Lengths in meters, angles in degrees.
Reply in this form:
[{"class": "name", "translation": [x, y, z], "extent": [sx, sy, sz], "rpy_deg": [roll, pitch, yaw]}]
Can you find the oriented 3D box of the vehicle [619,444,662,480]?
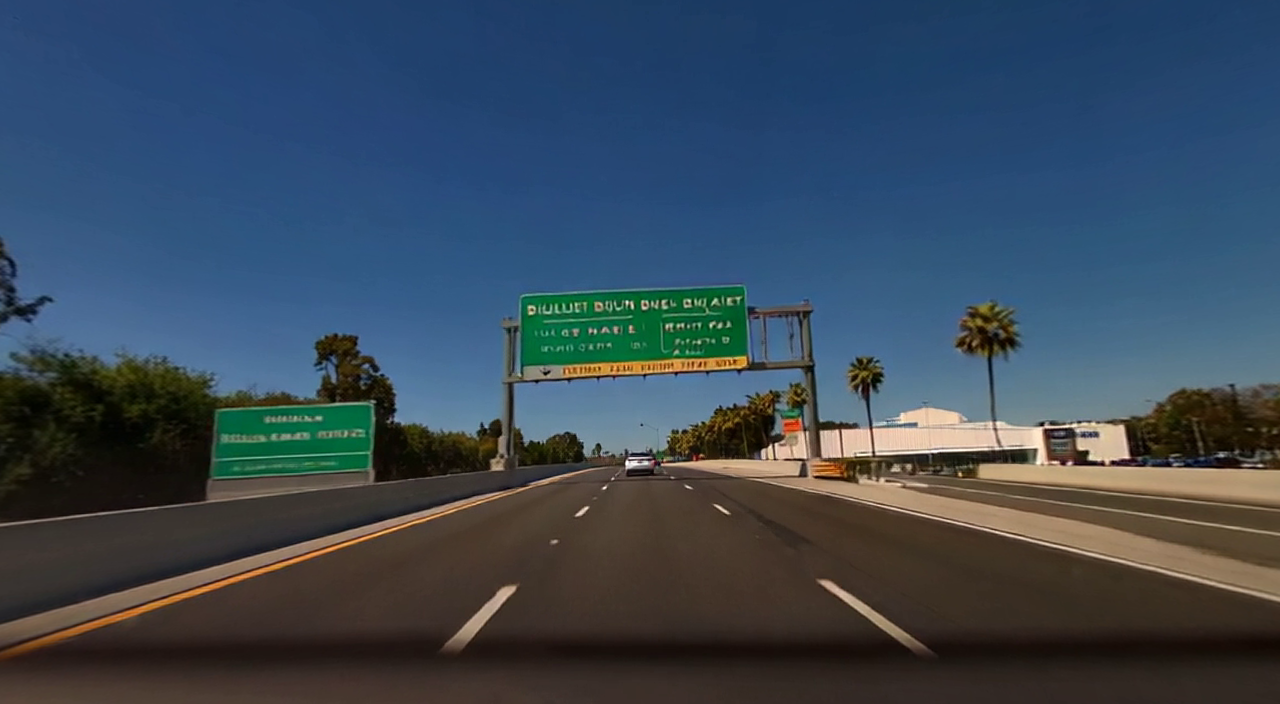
[{"class": "vehicle", "translation": [-0.022, 5.652, 32.621], "extent": [2.089, 1.718, 4.193], "rpy_deg": [0, -9, -1]}]
